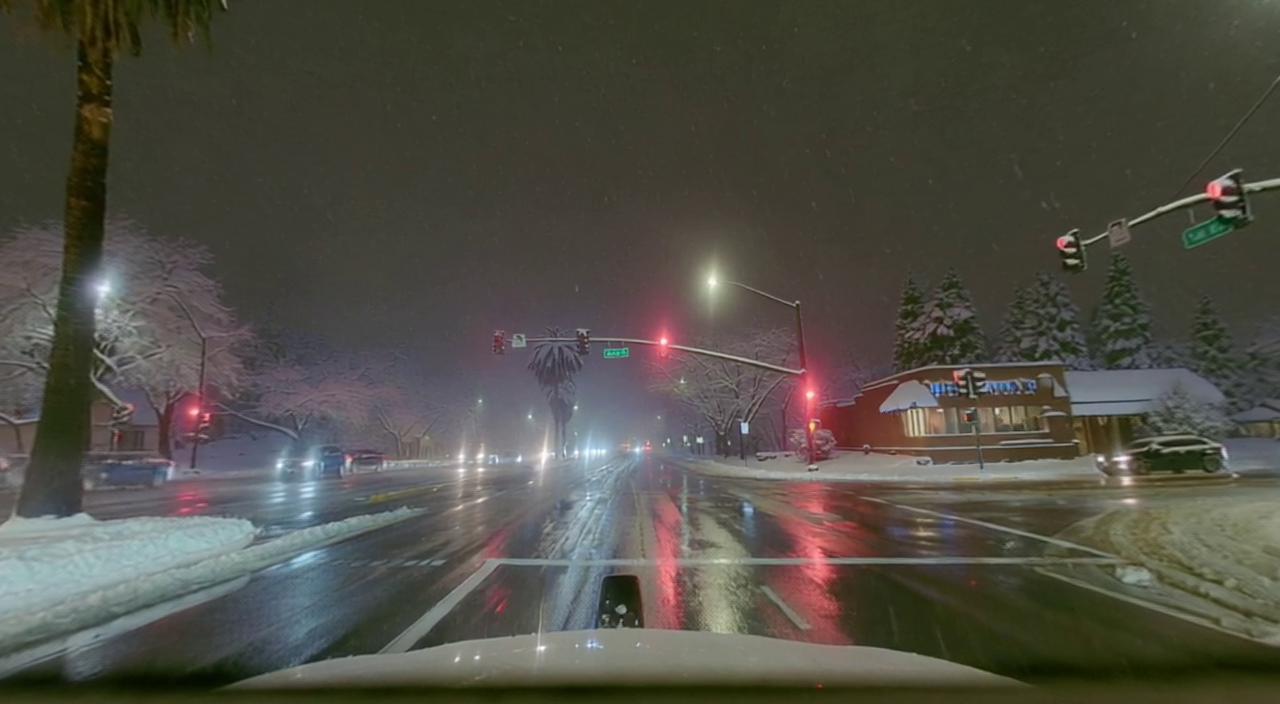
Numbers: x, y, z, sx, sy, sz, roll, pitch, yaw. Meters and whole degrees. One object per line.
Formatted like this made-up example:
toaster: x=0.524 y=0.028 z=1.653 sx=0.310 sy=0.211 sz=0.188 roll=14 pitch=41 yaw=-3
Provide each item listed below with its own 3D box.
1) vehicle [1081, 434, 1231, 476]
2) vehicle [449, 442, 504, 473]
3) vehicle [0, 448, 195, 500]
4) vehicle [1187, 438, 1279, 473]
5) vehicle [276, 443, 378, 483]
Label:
vehicle: x=22.223 y=4.449 z=27.375 sx=4.533 sy=1.676 sz=2.236 roll=0 pitch=-9 yaw=-1
vehicle: x=-9.710 y=6.302 z=37.938 sx=2.074 sy=1.681 sz=4.417 roll=0 pitch=-9 yaw=1
vehicle: x=-17.630 y=3.914 z=20.779 sx=2.221 sy=1.449 sz=5.092 roll=0 pitch=-9 yaw=1
vehicle: x=27.386 y=4.604 z=28.208 sx=4.625 sy=1.451 sz=1.801 roll=1 pitch=-9 yaw=-9
vehicle: x=-14.044 y=4.988 z=28.707 sx=2.074 sy=1.671 sz=4.755 roll=0 pitch=-9 yaw=2
